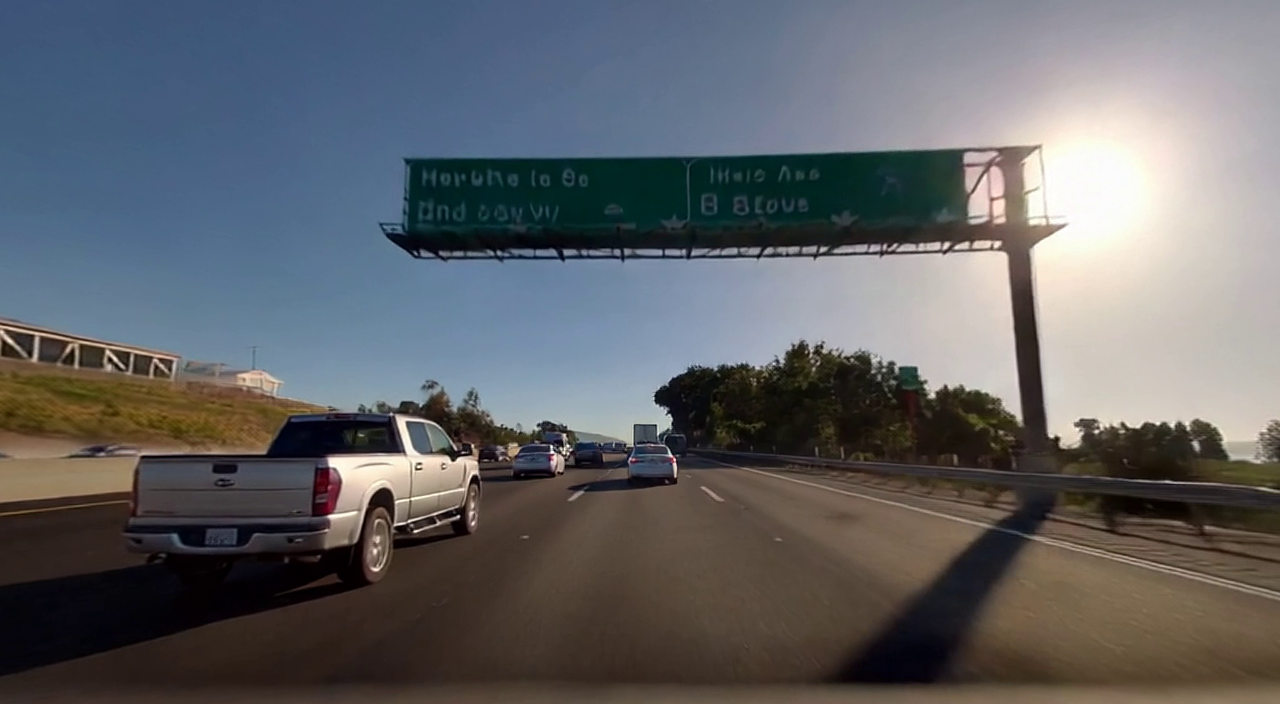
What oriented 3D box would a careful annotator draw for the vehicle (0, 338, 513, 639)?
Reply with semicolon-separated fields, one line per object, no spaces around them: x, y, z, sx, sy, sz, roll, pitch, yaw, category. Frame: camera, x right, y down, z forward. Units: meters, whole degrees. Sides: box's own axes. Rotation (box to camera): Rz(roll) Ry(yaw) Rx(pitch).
-3.306;1.359;7.364;2.269;2.060;5.933;0;-8;1;vehicle

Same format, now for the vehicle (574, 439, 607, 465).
-3.363;6.890;43.613;1.897;1.646;4.049;0;-8;1;vehicle

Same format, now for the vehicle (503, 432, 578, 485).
-3.459;3.795;22.708;1.903;1.721;4.210;0;-8;1;vehicle

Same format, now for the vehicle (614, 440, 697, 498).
0.379;3.198;17.721;2.054;1.421;4.090;0;-8;0;vehicle
